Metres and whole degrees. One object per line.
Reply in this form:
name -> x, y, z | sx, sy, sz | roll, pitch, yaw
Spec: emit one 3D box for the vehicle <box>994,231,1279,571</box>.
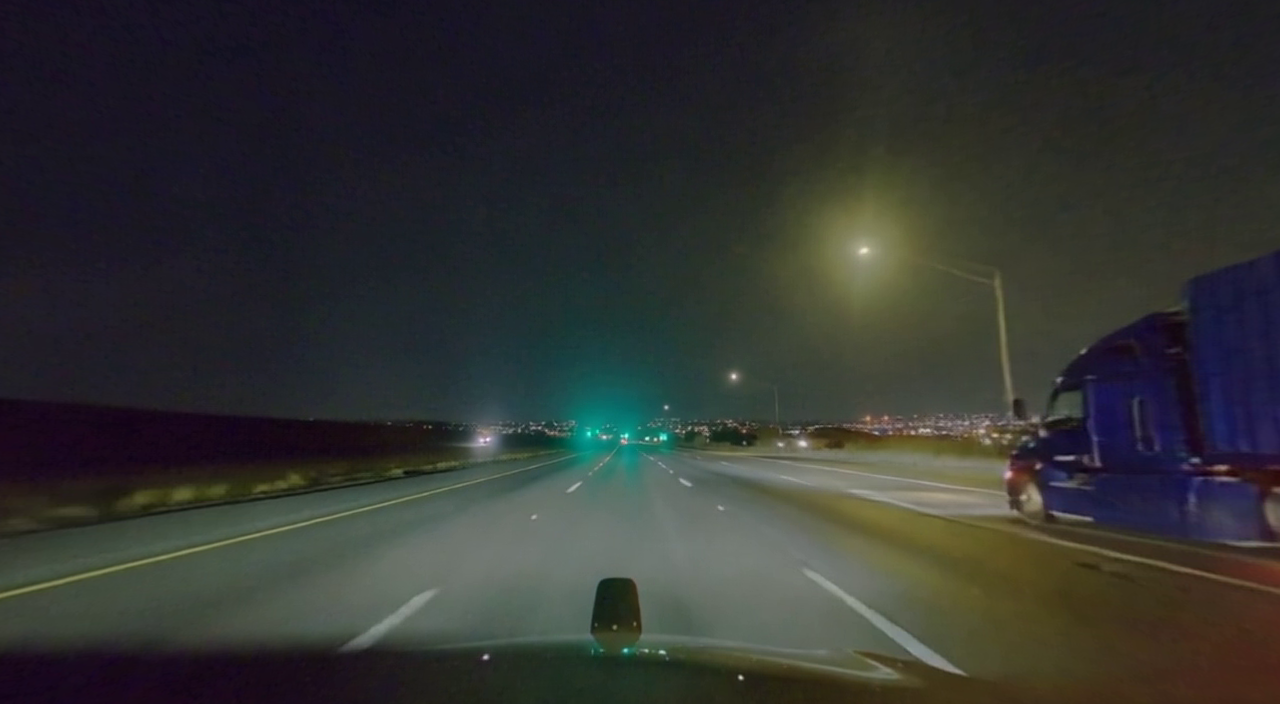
vehicle -> 7.089, 0.721, 7.659 | 2.593, 3.050, 4.899 | 0, -8, -1
